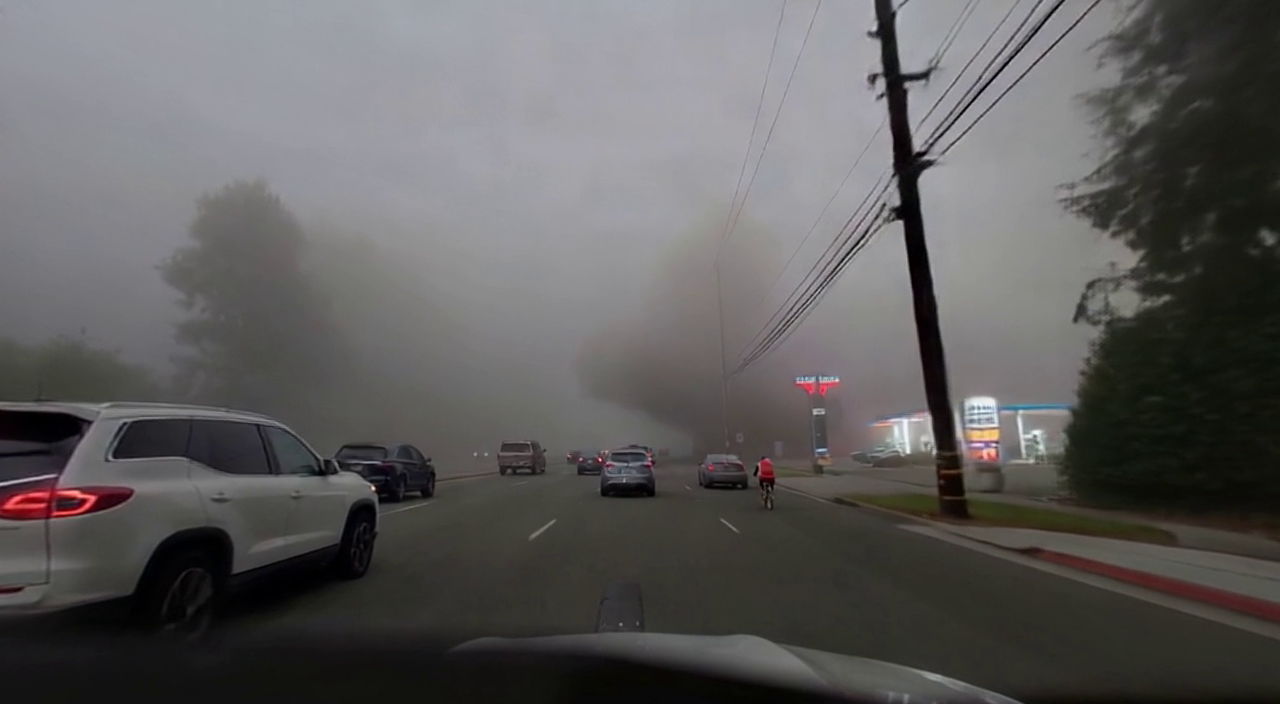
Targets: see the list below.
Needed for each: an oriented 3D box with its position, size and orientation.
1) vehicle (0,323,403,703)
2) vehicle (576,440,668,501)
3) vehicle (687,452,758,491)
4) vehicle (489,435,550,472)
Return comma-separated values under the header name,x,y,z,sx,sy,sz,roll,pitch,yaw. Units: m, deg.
name,x,y,z,sx,sy,sz,roll,pitch,yaw
vehicle,-3.438,0.980,4.209,1.922,1.642,4.547,0,-8,0
vehicle,-0.428,3.130,17.163,2.189,1.437,4.135,0,-8,0
vehicle,3.043,4.556,24.391,2.065,1.302,4.416,0,-8,-1
vehicle,-6.710,5.731,35.826,2.385,1.918,5.056,0,-8,0
